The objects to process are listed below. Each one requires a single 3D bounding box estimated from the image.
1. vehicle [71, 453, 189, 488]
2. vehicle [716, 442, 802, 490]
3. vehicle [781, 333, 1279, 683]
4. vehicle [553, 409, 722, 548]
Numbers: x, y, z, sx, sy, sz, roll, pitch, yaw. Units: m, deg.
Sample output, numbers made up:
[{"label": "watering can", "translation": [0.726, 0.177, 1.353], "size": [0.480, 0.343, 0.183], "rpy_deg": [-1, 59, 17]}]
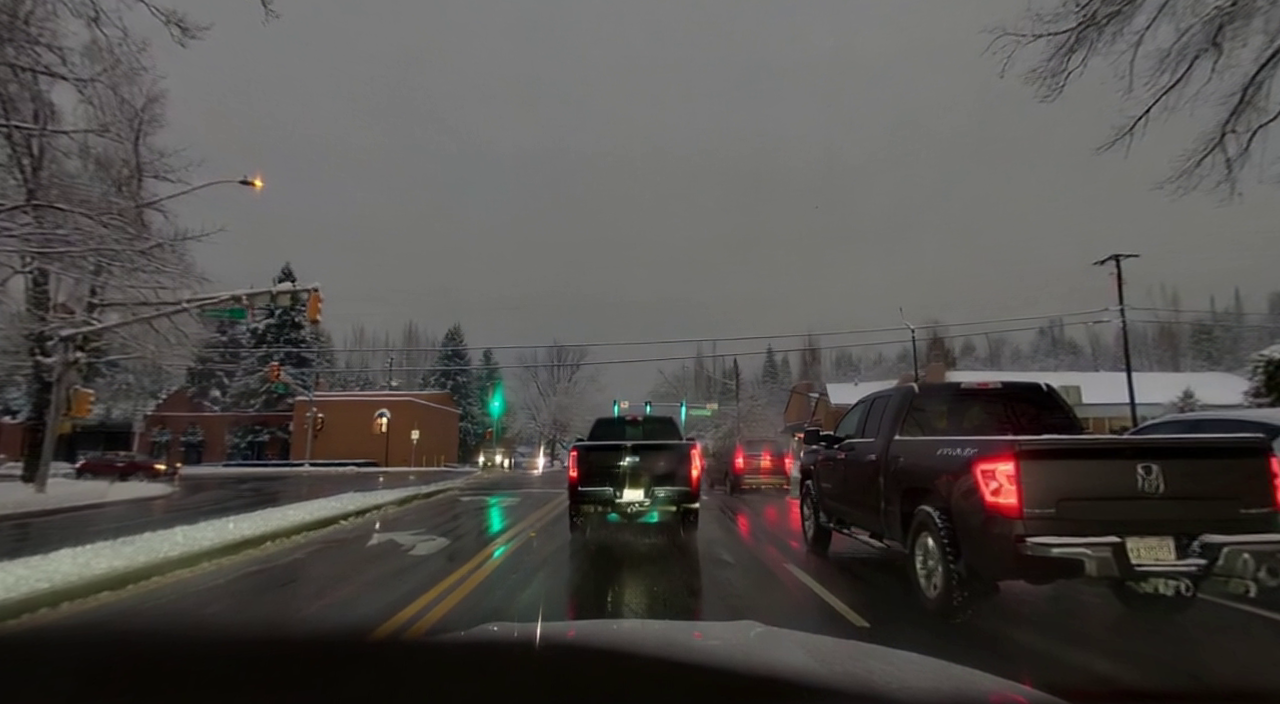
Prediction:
[{"label": "vehicle", "translation": [-26.568, 6.152, 33.131], "size": [4.437, 1.669, 1.936], "rpy_deg": [5, -10, -30]}, {"label": "vehicle", "translation": [3.926, 3.836, 21.661], "size": [1.995, 1.456, 4.372], "rpy_deg": [0, -8, -1]}, {"label": "vehicle", "translation": [3.314, 1.271, 6.436], "size": [2.412, 1.953, 5.682], "rpy_deg": [0, -8, 0]}, {"label": "vehicle", "translation": [-0.097, 2.045, 10.947], "size": [2.240, 1.821, 5.001], "rpy_deg": [0, -8, -2]}]
